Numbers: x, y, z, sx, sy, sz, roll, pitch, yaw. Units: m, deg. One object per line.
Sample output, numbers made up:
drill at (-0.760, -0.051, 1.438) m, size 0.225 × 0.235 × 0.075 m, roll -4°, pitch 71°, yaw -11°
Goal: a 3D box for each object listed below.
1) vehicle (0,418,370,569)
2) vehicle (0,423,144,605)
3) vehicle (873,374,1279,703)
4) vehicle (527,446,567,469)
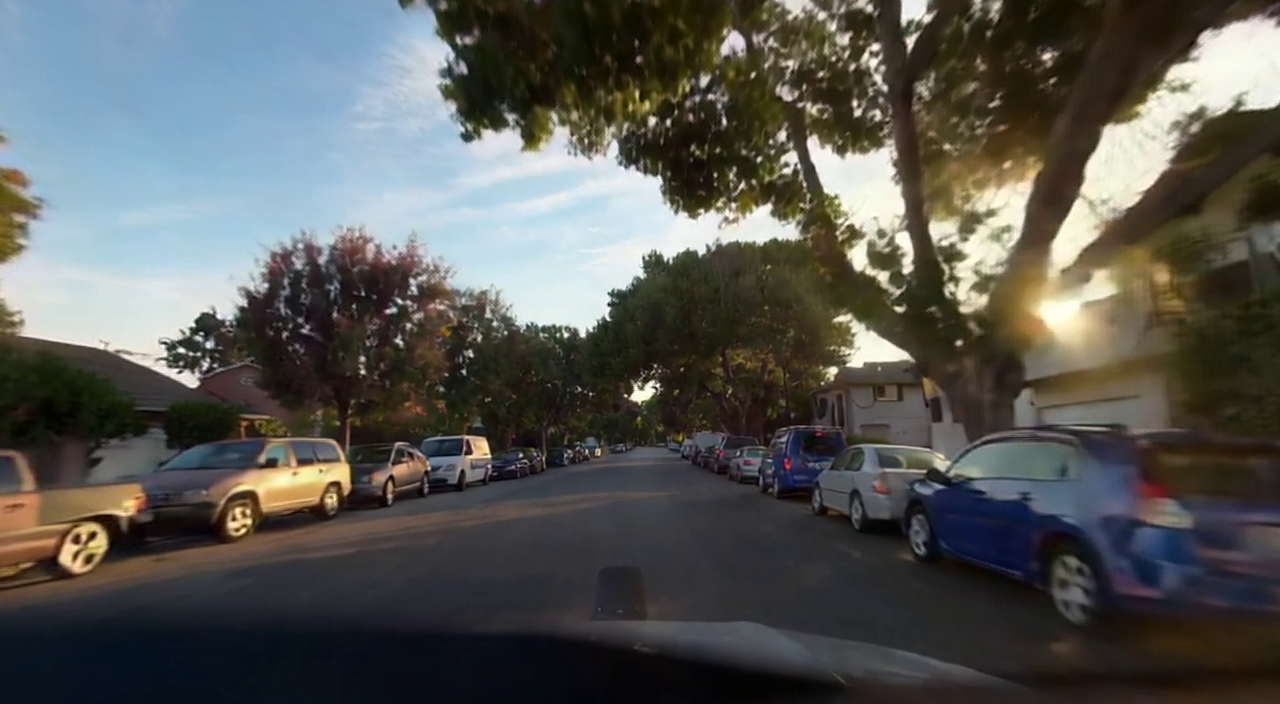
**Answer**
vehicle at (-7.118, 2.286, 11.007) m, size 1.965 × 1.797 × 6.086 m, roll -3°, pitch -10°, yaw 2°
vehicle at (-7.100, 1.504, 5.431) m, size 1.898 × 1.715 × 4.537 m, roll -3°, pitch -8°, yaw 2°
vehicle at (4.003, 1.333, 5.595) m, size 1.903 × 1.714 × 5.092 m, roll 0°, pitch -9°, yaw 0°
vehicle at (-6.338, 7.195, 43.439) m, size 1.869 × 1.467 × 4.921 m, roll -1°, pitch -9°, yaw 1°
